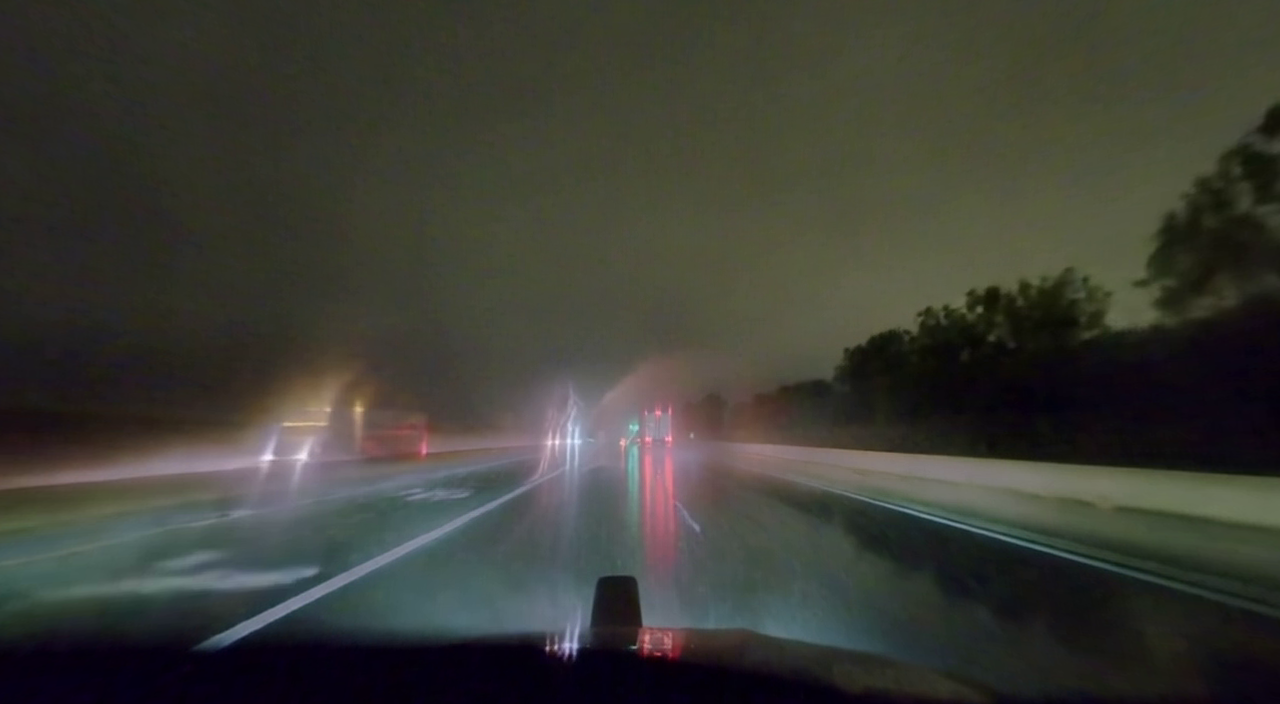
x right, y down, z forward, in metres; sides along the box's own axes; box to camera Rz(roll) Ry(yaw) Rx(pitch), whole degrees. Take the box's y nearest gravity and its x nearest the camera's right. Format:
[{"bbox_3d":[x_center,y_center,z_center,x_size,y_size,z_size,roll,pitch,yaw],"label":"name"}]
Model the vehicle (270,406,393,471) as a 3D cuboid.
[{"bbox_3d":[-20.091,5.766,41.975,3.021,3.806,10.448,0,-8,-1],"label":"vehicle"}]
